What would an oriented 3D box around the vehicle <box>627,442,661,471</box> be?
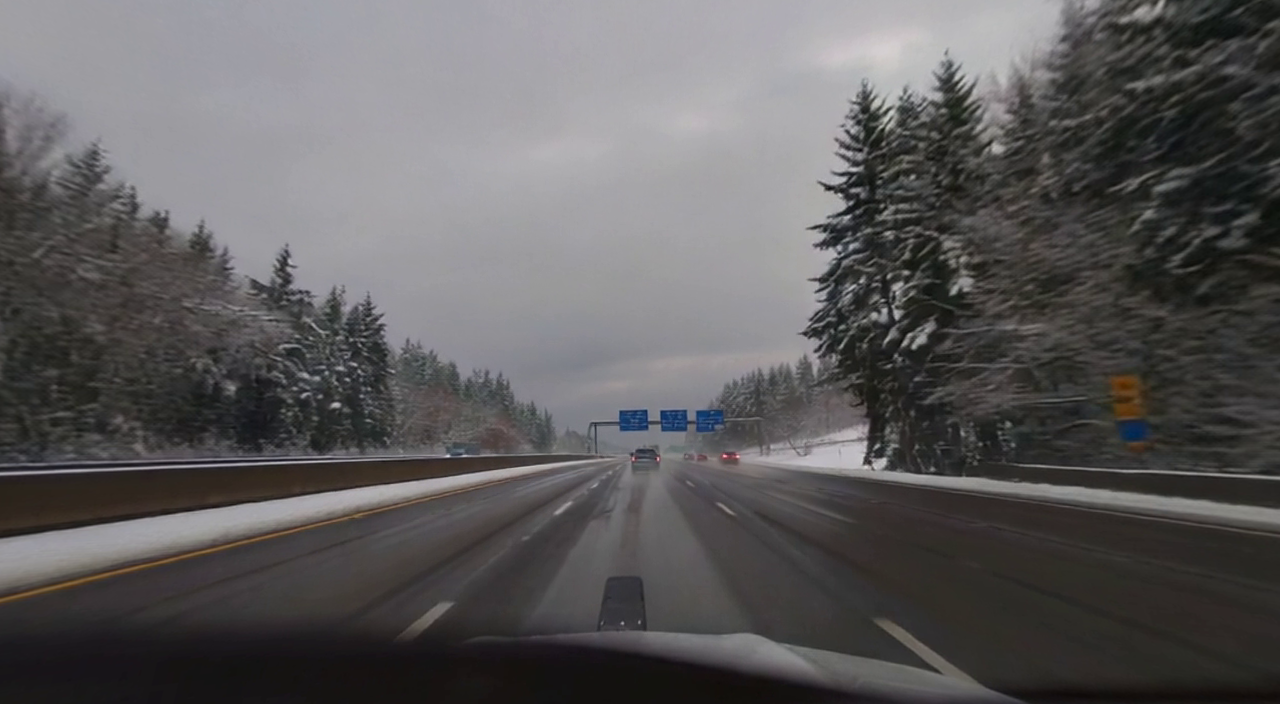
[{"bbox_3d":[0.278,7.035,42.507,2.167,1.847,4.097,0,-9,0],"label":"vehicle"}]
